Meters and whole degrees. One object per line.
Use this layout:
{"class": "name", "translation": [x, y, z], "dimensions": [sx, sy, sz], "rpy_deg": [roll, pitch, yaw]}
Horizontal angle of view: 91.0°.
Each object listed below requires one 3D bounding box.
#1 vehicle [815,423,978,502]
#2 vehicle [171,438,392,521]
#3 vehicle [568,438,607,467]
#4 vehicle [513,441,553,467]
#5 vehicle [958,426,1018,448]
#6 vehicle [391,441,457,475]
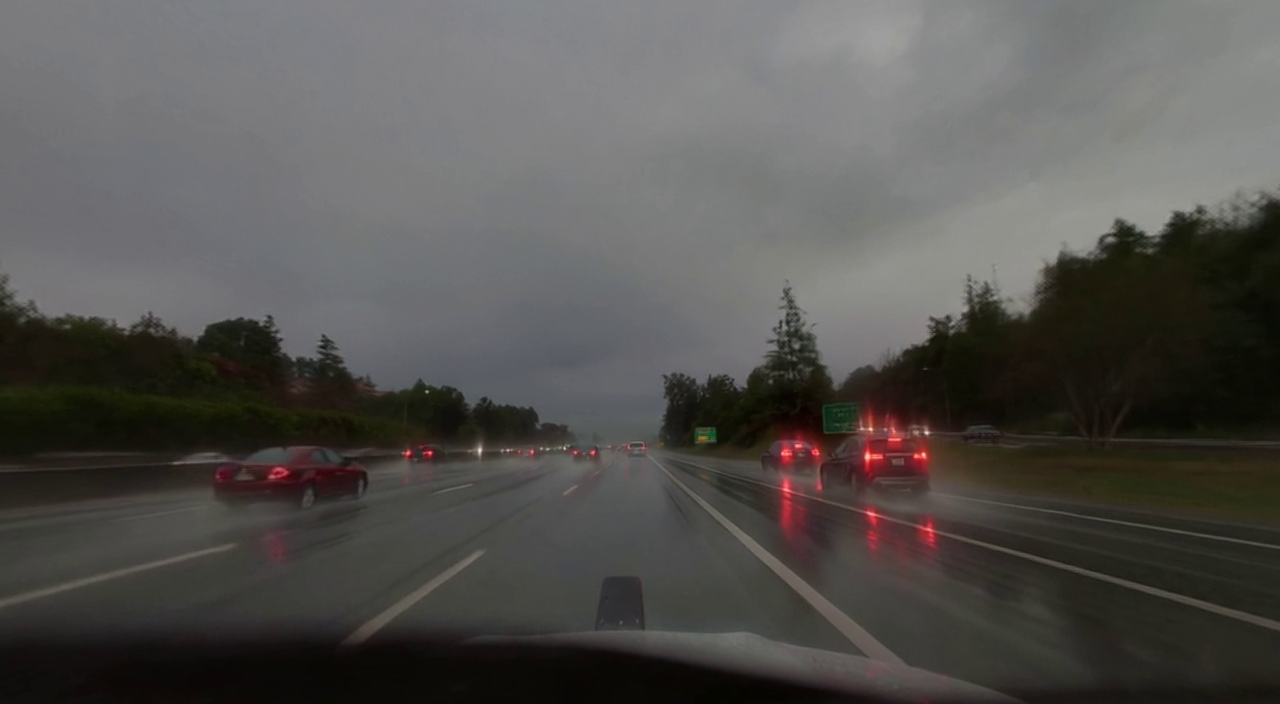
{"class": "vehicle", "translation": [6.638, 2.945, 17.062], "dimensions": [2.259, 1.816, 4.862], "rpy_deg": [0, -9, -1]}
{"class": "vehicle", "translation": [-7.478, 2.688, 13.874], "dimensions": [2.071, 1.486, 4.703], "rpy_deg": [0, -9, 0]}
{"class": "vehicle", "translation": [-3.729, 7.285, 45.649], "dimensions": [2.288, 1.962, 5.119], "rpy_deg": [0, -9, 1]}
{"class": "vehicle", "translation": [-7.815, 7.470, 46.269], "dimensions": [2.087, 1.755, 4.457], "rpy_deg": [0, -9, 1]}
{"class": "vehicle", "translation": [25.925, 6.385, 47.025], "dimensions": [1.884, 1.571, 4.352], "rpy_deg": [0, -9, -1]}
{"class": "vehicle", "translation": [-11.392, 5.603, 33.494], "dimensions": [1.958, 1.633, 4.302], "rpy_deg": [0, -9, 0]}
